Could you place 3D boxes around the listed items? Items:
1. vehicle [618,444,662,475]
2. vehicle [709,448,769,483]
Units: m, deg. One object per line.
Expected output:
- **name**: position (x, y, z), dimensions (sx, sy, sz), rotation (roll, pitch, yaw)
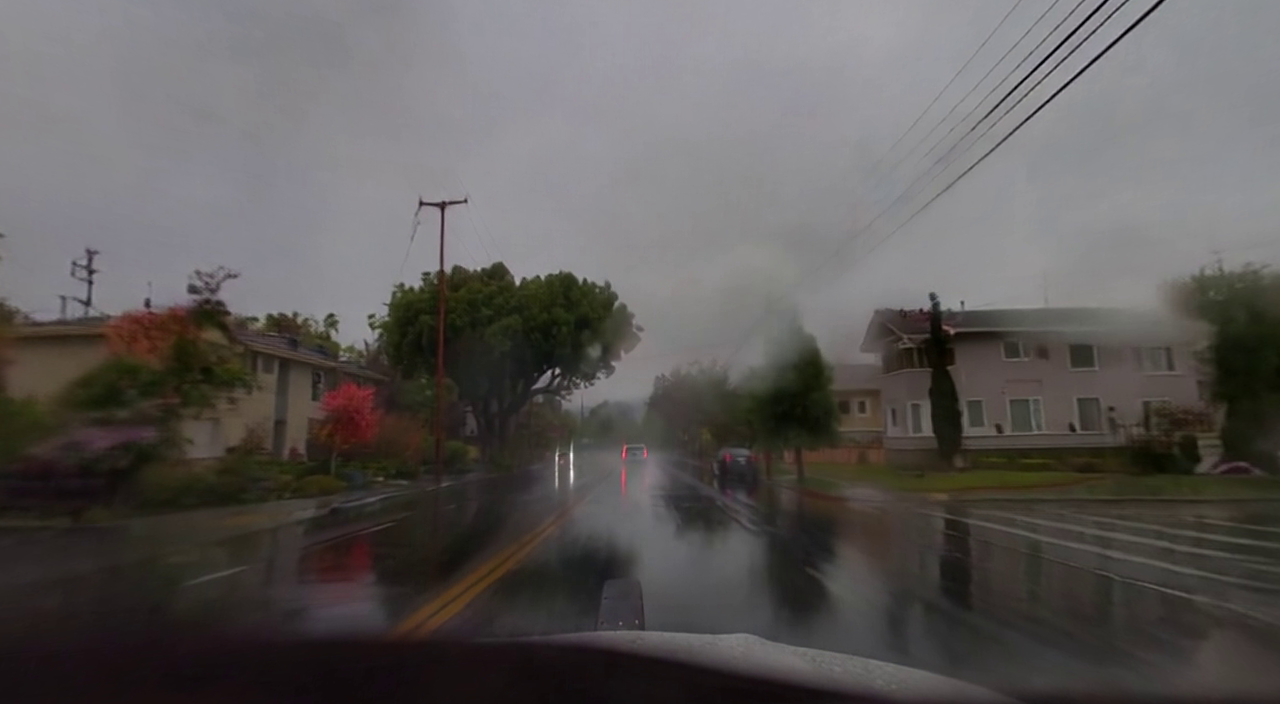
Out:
- **vehicle**: position (-0.011, 5.499, 32.484), dimensions (2.104, 1.500, 3.815), rotation (0, -8, 0)
- **vehicle**: position (4.545, 5.278, 29.723), dimensions (1.977, 1.481, 5.155), rotation (0, -8, 0)
